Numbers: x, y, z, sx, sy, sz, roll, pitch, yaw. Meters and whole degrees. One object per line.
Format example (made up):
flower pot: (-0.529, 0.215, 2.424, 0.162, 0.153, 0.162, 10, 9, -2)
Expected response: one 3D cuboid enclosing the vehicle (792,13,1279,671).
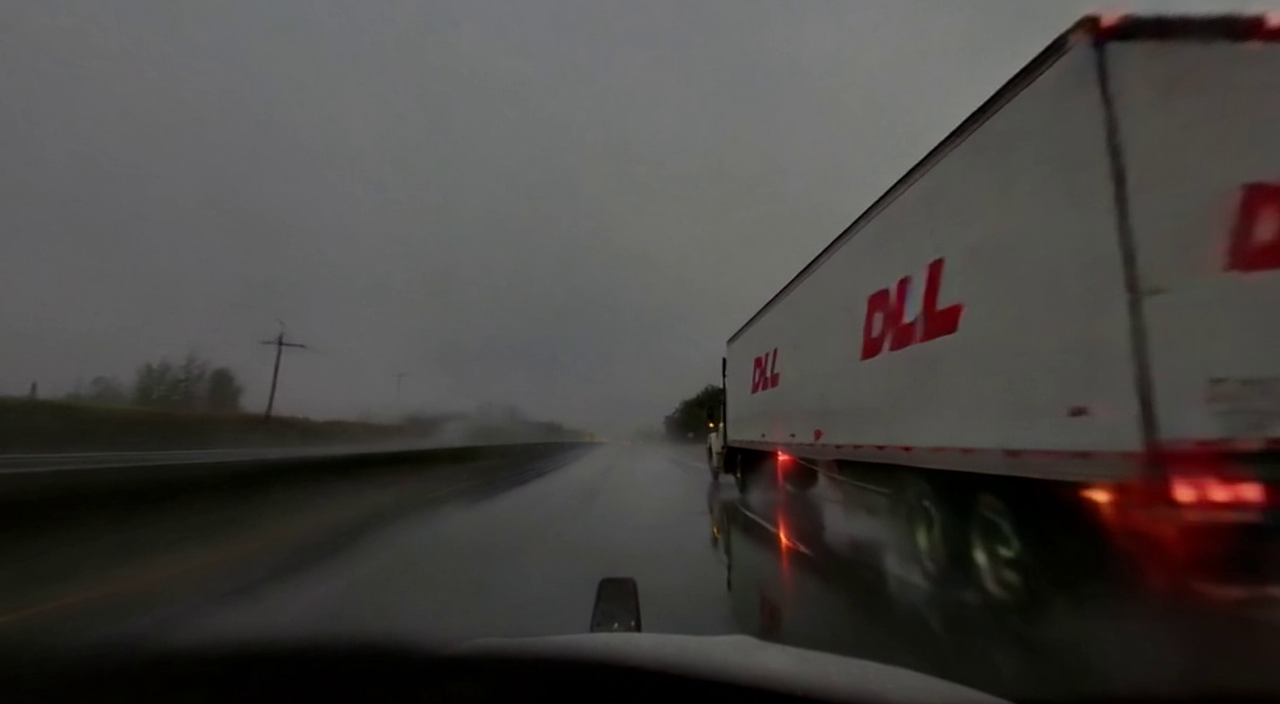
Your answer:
vehicle: (4.510, 0.370, 7.827, 2.880, 3.918, 8.254, 0, -8, -2)
